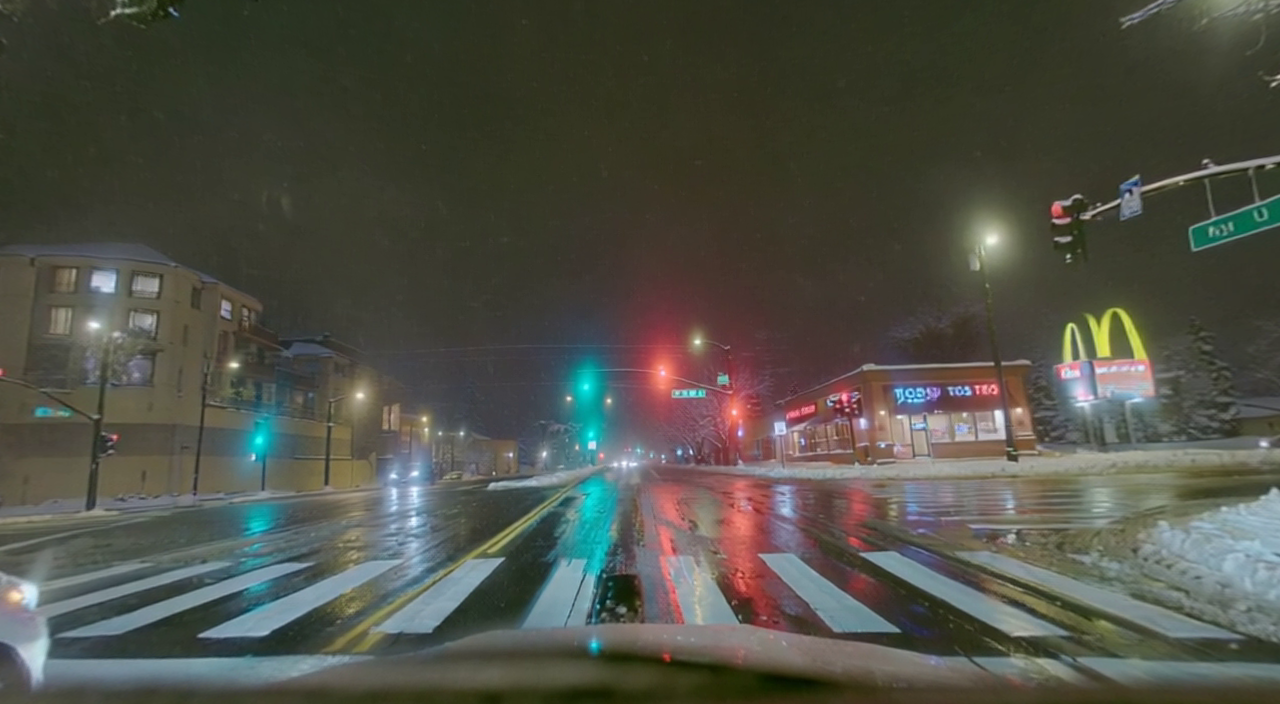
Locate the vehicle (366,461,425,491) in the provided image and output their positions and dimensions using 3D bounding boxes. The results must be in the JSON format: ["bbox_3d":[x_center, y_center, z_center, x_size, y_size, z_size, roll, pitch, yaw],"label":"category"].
[{"bbox_3d":[-19.219,9.735,49.763,2.227,2.033,5.614,0,-9,2],"label":"vehicle"}]

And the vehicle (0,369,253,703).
[{"bbox_3d":[-3.418,0.754,1.393,2.081,1.644,4.523,0,-9,3],"label":"vehicle"}]

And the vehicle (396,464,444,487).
[{"bbox_3d":[-15.751,8.854,45.284,1.931,1.471,4.152,0,-9,0],"label":"vehicle"}]
